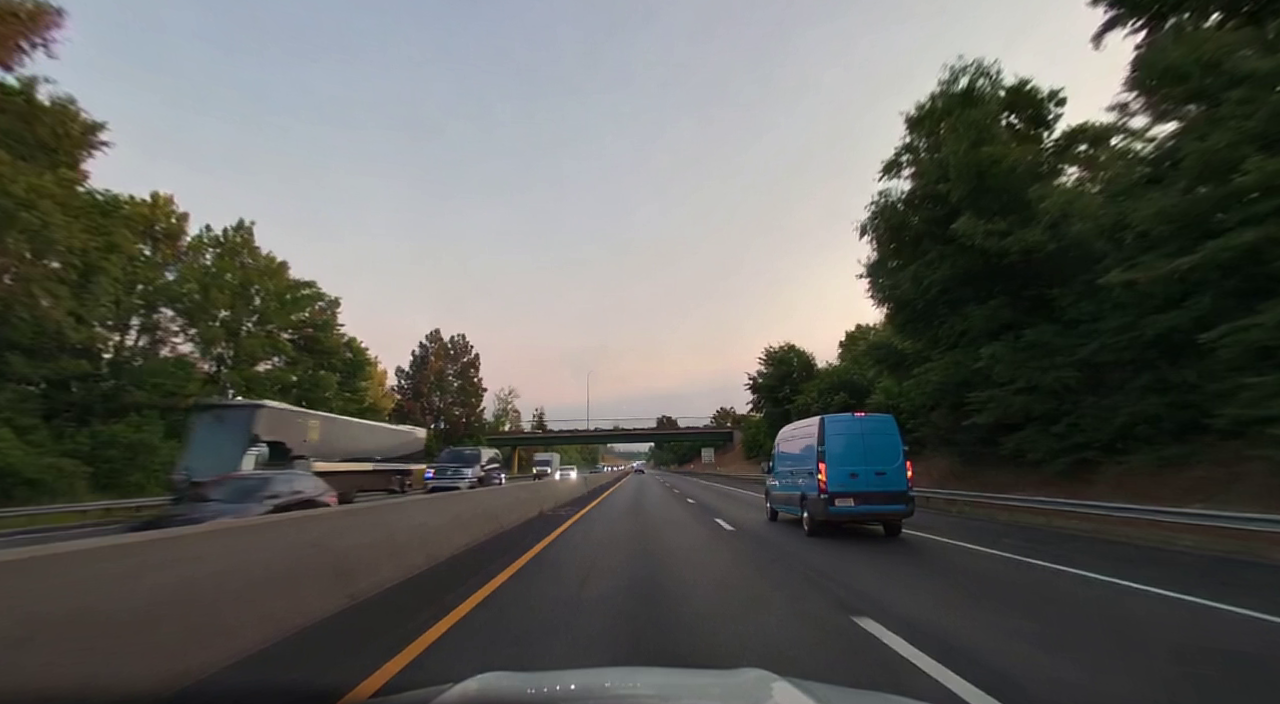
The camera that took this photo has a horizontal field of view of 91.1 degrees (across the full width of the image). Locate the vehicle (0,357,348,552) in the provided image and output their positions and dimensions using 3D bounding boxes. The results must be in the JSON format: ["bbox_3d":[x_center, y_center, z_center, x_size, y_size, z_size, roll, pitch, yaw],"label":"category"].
[{"bbox_3d":[-11.583,2.807,16.931,2.976,3.797,8.999,1,-10,0],"label":"vehicle"}]

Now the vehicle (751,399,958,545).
[{"bbox_3d":[4.455,2.769,14.750,2.372,2.581,6.763,1,-10,-1],"label":"vehicle"}]

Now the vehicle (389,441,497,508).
[{"bbox_3d":[-7.373,4.711,24.356,2.219,2.233,5.797,1,-10,0],"label":"vehicle"}]
